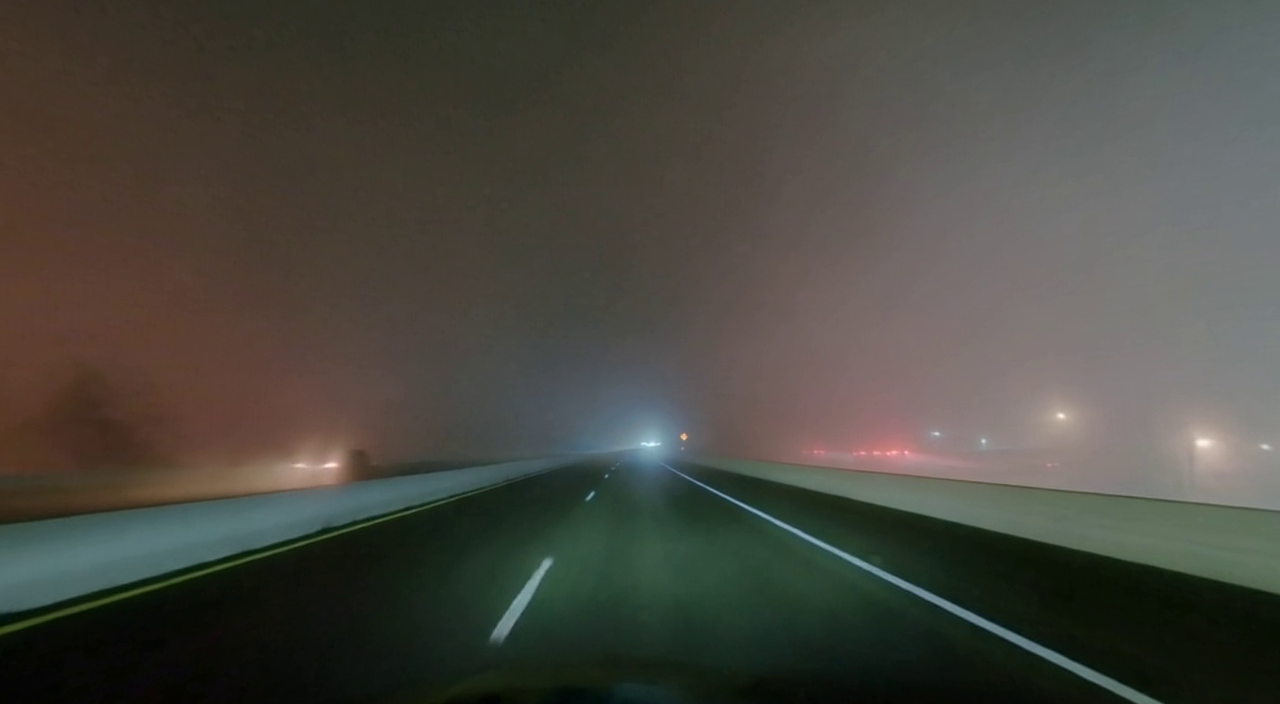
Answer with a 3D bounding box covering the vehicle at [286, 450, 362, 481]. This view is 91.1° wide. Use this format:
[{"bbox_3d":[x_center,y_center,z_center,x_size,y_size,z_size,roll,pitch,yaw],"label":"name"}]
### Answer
[{"bbox_3d":[-16.367,5.875,32.791,1.798,1.462,4.067,0,-9,0],"label":"vehicle"}]
